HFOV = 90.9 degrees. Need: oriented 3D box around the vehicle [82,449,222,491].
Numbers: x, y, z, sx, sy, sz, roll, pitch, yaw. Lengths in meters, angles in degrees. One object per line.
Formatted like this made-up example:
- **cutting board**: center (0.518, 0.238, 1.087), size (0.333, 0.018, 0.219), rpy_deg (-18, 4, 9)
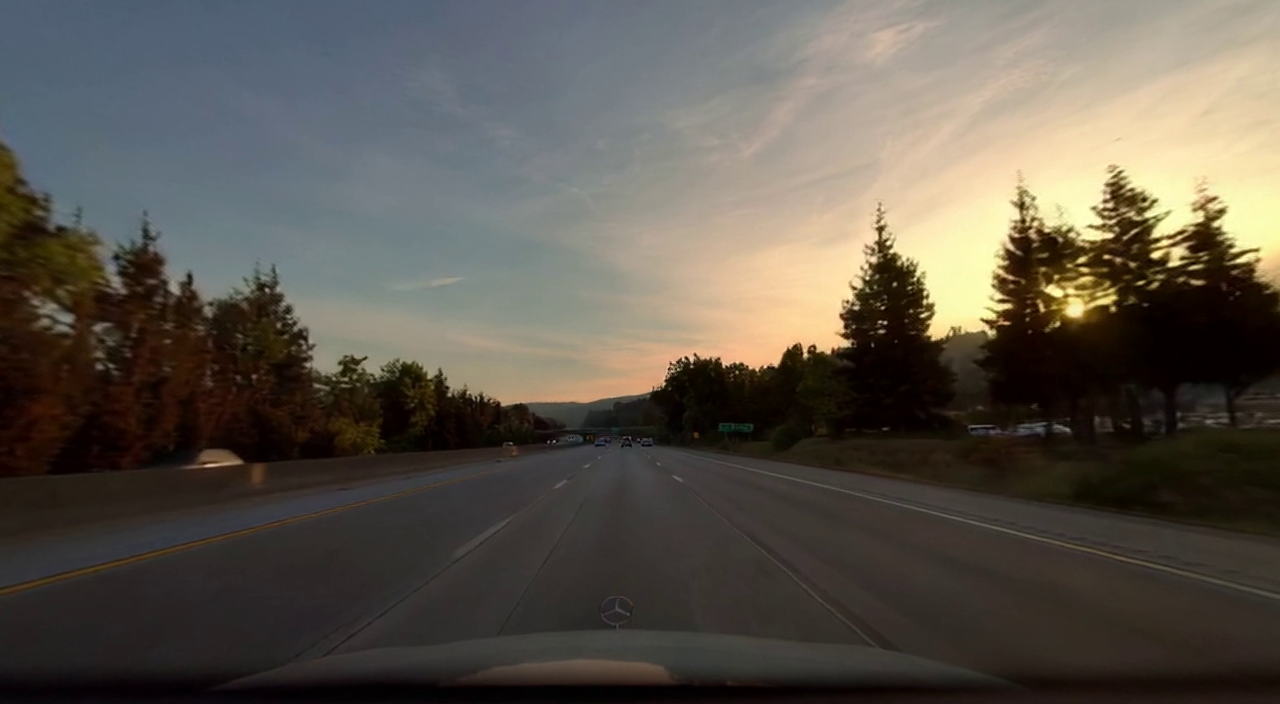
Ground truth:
- **vehicle**: center (-20.223, 4.869, 26.463), size (2.153, 1.522, 4.717), rpy_deg (0, -8, -1)
